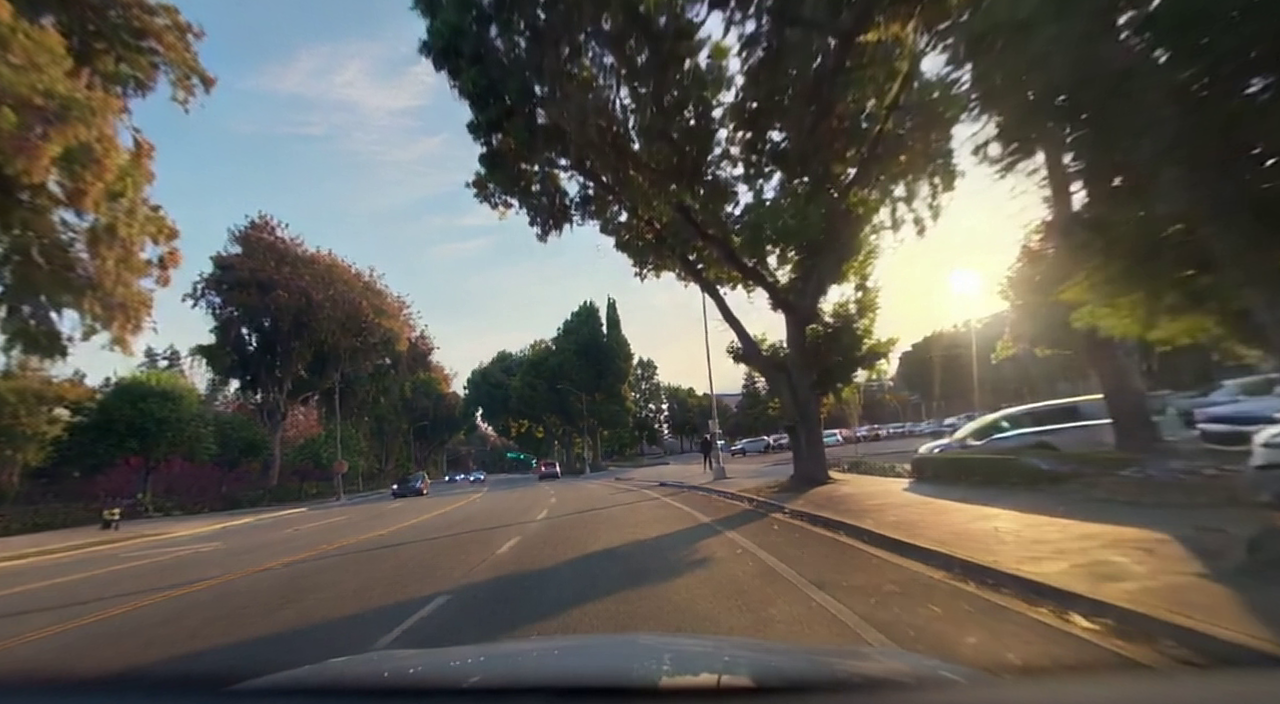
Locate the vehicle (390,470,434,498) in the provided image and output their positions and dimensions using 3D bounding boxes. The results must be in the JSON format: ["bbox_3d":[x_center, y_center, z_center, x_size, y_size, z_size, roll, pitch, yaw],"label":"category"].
[{"bbox_3d":[-16.544,9.600,46.072,2.150,1.754,4.667,1,-9,-9],"label":"vehicle"}]
